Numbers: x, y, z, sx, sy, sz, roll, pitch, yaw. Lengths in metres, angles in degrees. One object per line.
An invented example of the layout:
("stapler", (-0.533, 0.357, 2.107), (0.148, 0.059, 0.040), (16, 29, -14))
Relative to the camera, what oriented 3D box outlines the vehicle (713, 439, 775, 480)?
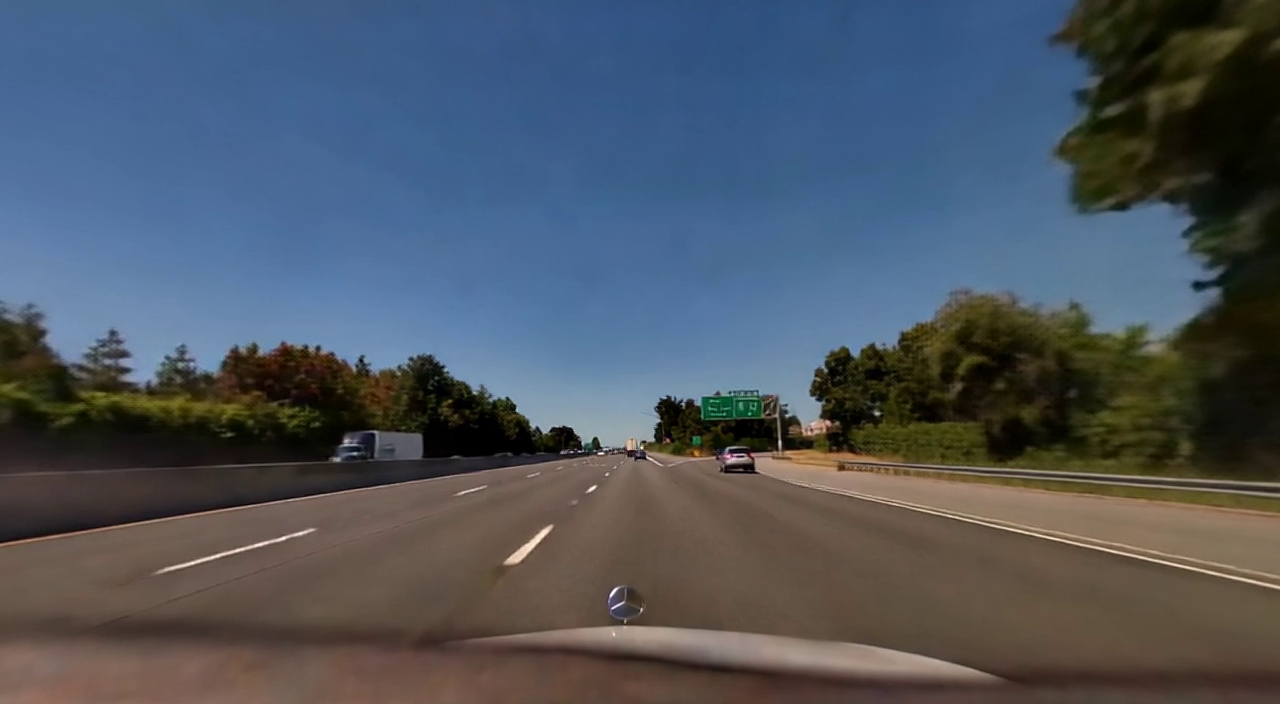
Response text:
("vehicle", (4.695, 4.948, 29.294), (2.096, 1.712, 4.697), (0, -9, 0))
